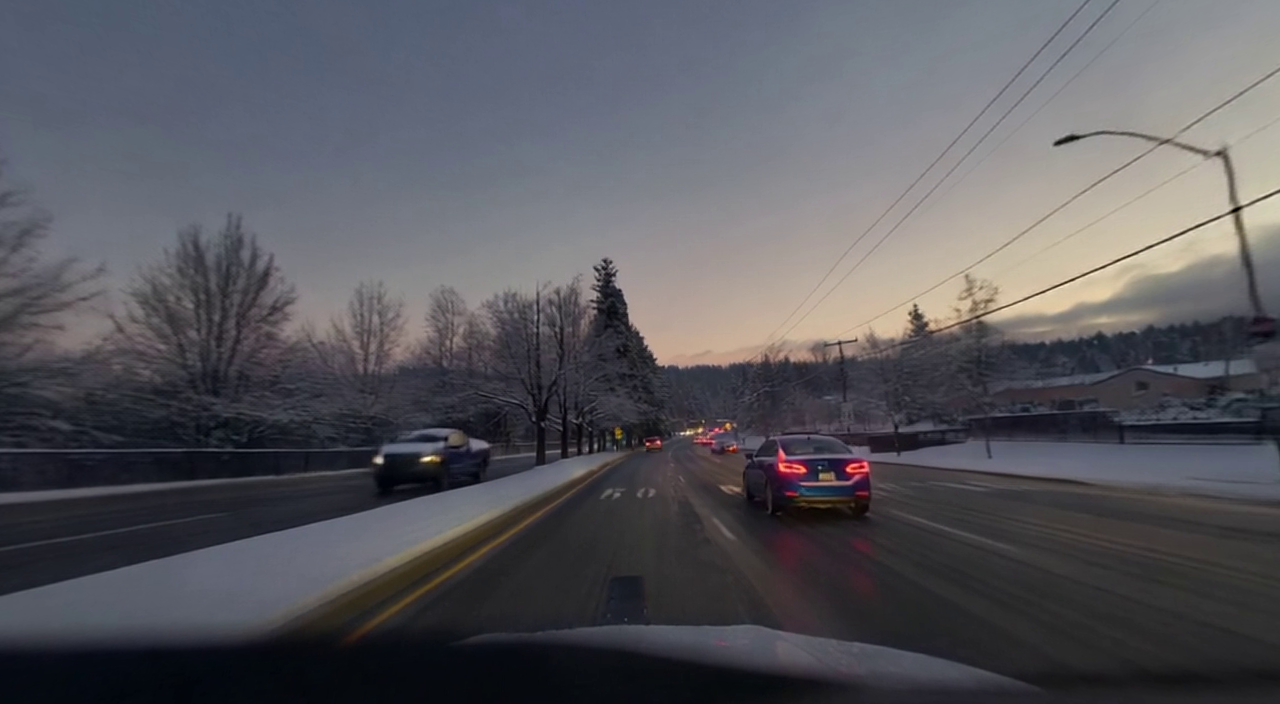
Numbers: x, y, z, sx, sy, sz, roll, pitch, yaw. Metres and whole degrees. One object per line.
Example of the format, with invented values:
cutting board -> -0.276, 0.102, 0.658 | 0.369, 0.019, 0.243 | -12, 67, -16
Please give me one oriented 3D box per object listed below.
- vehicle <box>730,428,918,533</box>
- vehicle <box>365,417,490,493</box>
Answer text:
vehicle -> 2.931, 2.131, 11.174 | 2.063, 1.481, 4.247 | 0, -8, 0
vehicle -> -5.855, 2.878, 17.994 | 1.983, 1.882, 4.281 | 0, -8, 1
